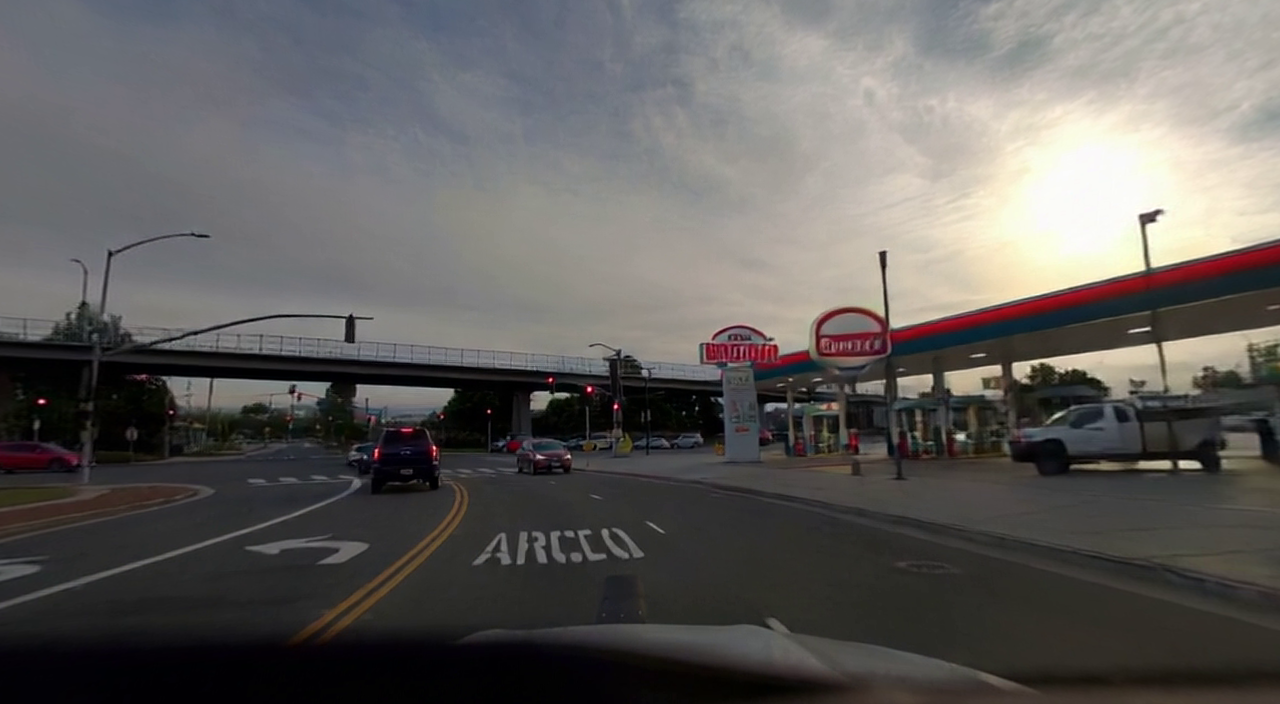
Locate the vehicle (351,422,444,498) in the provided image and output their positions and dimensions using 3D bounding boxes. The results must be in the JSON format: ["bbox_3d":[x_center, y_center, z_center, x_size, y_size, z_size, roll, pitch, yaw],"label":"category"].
[{"bbox_3d":[-7.348,3.276,19.411,2.254,2.006,4.766,3,-9,-19],"label":"vehicle"}]

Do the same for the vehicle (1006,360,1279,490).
[{"bbox_3d":[15.124,2.119,17.610,2.906,3.106,7.741,8,-11,-40],"label":"vehicle"}]

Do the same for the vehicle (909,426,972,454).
[{"bbox_3d":[20.328,5.998,42.556,4.595,1.764,2.160,8,-12,-42],"label":"vehicle"}]

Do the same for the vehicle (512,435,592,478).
[{"bbox_3d":[-4.241,4.874,29.634,2.202,1.822,4.826,5,-10,-27],"label":"vehicle"}]

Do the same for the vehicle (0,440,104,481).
[{"bbox_3d":[-27.508,4.868,28.370,4.632,1.757,2.073,5,-10,-28],"label":"vehicle"}]
